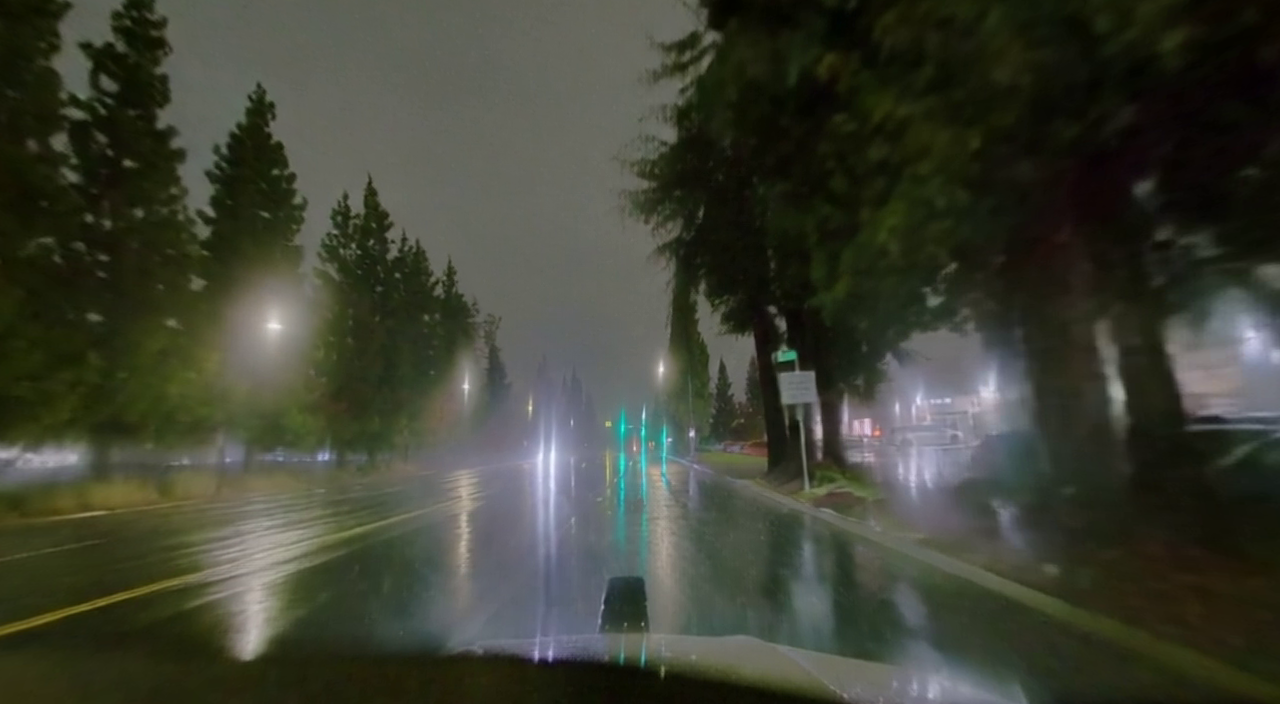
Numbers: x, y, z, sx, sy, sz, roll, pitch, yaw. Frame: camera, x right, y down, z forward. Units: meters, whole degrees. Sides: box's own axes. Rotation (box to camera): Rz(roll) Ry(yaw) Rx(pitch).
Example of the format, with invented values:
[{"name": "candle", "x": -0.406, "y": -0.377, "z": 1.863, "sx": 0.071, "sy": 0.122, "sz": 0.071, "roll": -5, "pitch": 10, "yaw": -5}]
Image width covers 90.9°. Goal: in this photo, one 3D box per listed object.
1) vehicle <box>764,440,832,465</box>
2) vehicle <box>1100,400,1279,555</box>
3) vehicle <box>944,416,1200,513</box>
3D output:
[{"name": "vehicle", "x": 11.290, "y": 7.221, "z": 45.267, "sx": 4.361, "sy": 1.462, "sz": 1.857, "roll": -3, "pitch": -11, "yaw": 1}, {"name": "vehicle", "x": 7.704, "y": 1.328, "z": 6.750, "sx": 1.896, "sy": 1.615, "sz": 4.778, "roll": -1, "pitch": -10, "yaw": 0}, {"name": "vehicle", "x": 7.899, "y": 2.122, "z": 12.180, "sx": 2.004, "sy": 1.498, "sz": 4.208, "roll": -1, "pitch": -9, "yaw": 1}]
